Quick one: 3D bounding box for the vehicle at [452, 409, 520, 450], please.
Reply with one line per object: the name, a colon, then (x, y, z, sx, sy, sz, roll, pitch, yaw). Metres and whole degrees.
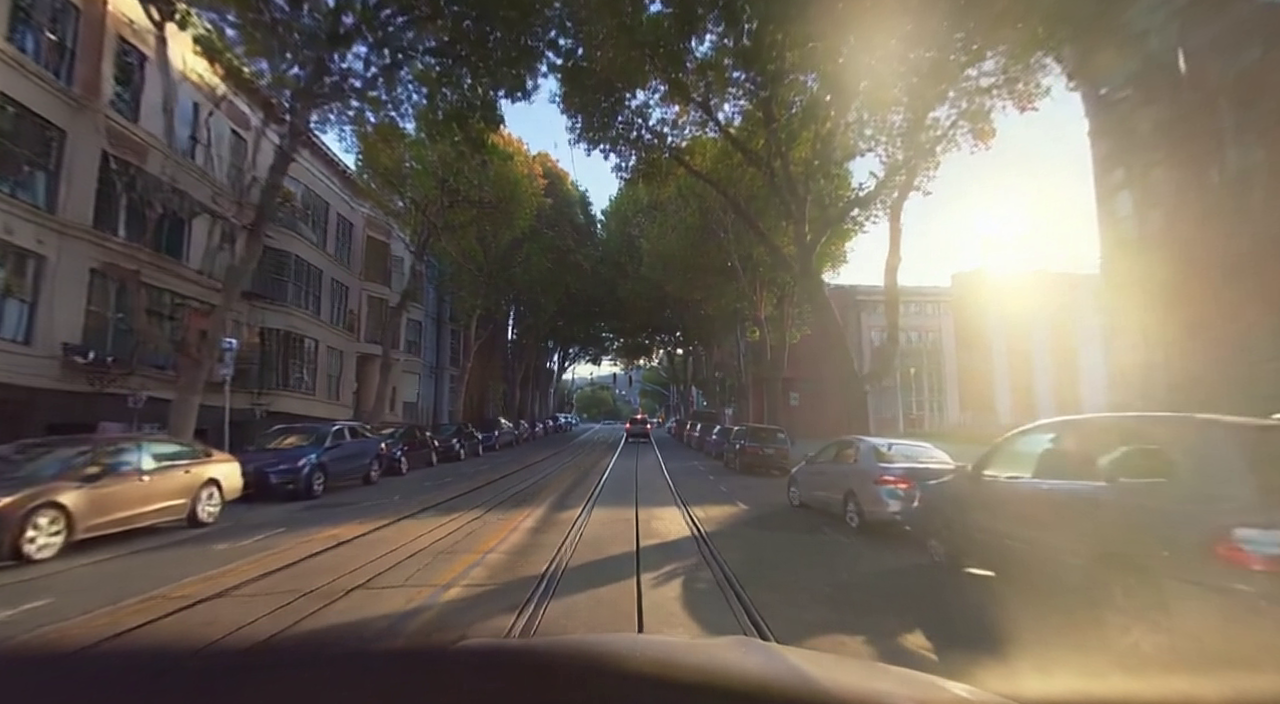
vehicle: (-7.331, 3.815, 30.606, 2.049, 1.821, 5.066, 0, -8, 0)

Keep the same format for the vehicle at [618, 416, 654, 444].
vehicle: (-0.217, 4.561, 36.637, 1.984, 1.571, 3.404, 0, -8, -1)

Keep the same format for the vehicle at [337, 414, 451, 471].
vehicle: (-7.356, 2.852, 19.435, 1.756, 1.492, 4.426, 2, -10, -1)

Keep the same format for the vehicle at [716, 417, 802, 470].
vehicle: (3.805, 3.053, 21.019, 1.890, 1.559, 4.281, 0, -8, -2)

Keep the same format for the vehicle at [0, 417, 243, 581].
vehicle: (-7.327, 1.682, 8.241, 1.779, 1.588, 3.953, 2, -7, -2)

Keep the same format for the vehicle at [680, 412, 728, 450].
vehicle: (3.703, 4.640, 37.895, 2.242, 2.000, 6.340, 1, -5, 0)

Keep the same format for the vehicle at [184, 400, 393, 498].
vehicle: (-7.391, 2.142, 13.981, 1.861, 1.751, 4.550, 1, -9, 2)

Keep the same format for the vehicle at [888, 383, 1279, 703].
vehicle: (3.920, 1.323, 5.309, 1.929, 1.723, 4.134, 0, -8, -1)
